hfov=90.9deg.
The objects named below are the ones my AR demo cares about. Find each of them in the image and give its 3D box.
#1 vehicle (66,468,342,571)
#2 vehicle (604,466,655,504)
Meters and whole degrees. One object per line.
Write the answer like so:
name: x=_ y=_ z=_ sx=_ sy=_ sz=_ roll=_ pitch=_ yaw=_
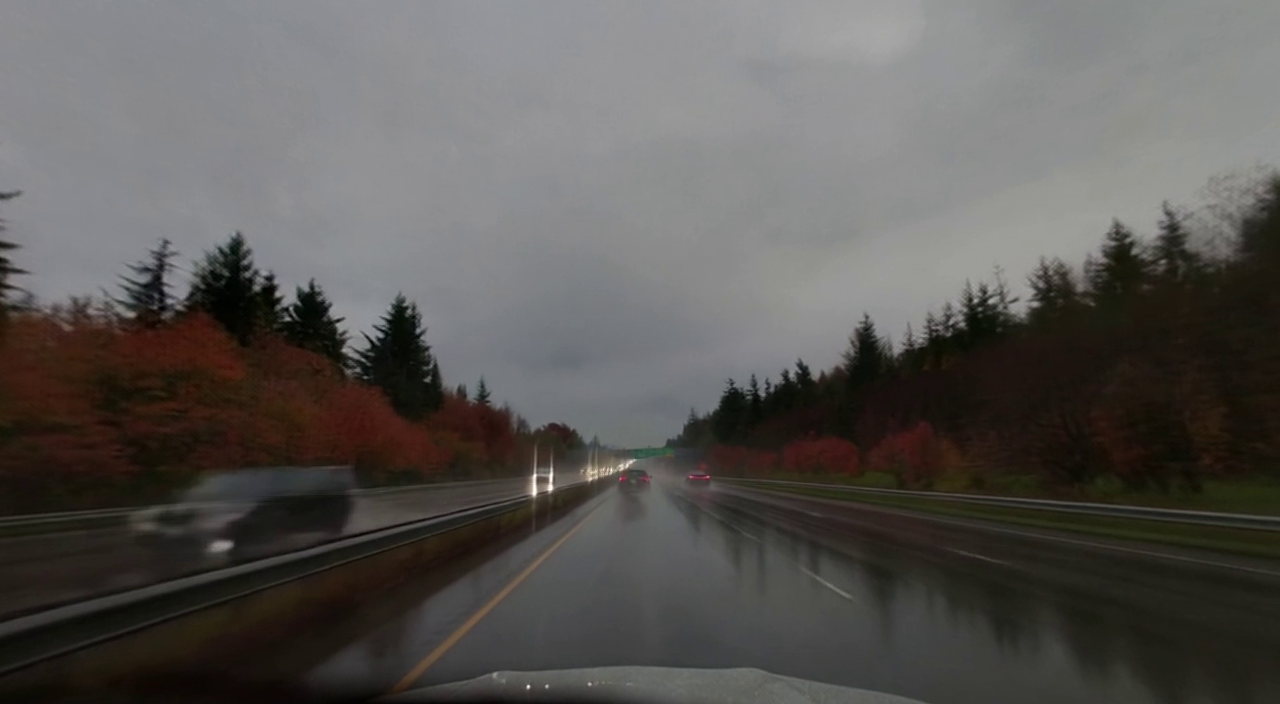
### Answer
vehicle: x=-7.580 y=2.917 z=11.667 sx=1.872 sy=1.487 sz=4.411 roll=1 pitch=-10 yaw=1
vehicle: x=-0.419 y=5.733 z=27.396 sx=2.060 sy=1.473 sz=3.726 roll=1 pitch=-10 yaw=0
